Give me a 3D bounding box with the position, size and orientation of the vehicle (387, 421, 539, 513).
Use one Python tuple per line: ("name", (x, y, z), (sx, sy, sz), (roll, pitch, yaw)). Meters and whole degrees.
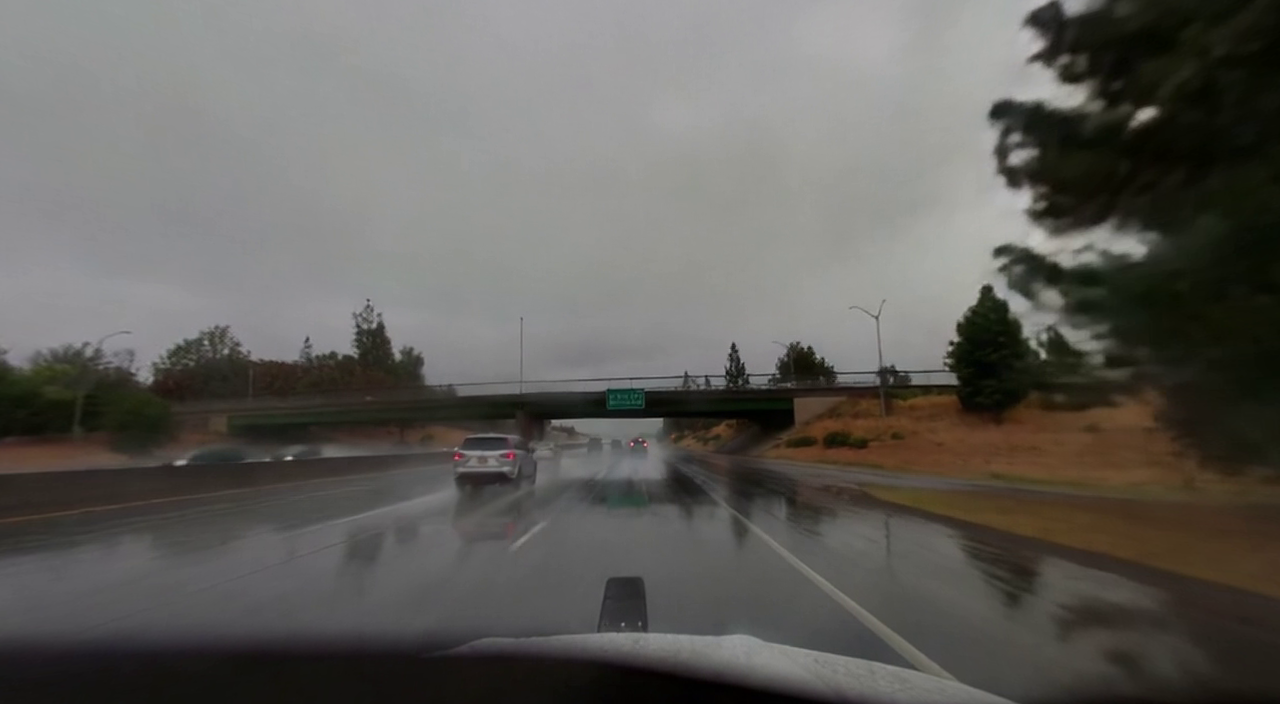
("vehicle", (-3.694, 2.492, 14.083), (2.048, 1.705, 4.384), (0, -8, 1))
